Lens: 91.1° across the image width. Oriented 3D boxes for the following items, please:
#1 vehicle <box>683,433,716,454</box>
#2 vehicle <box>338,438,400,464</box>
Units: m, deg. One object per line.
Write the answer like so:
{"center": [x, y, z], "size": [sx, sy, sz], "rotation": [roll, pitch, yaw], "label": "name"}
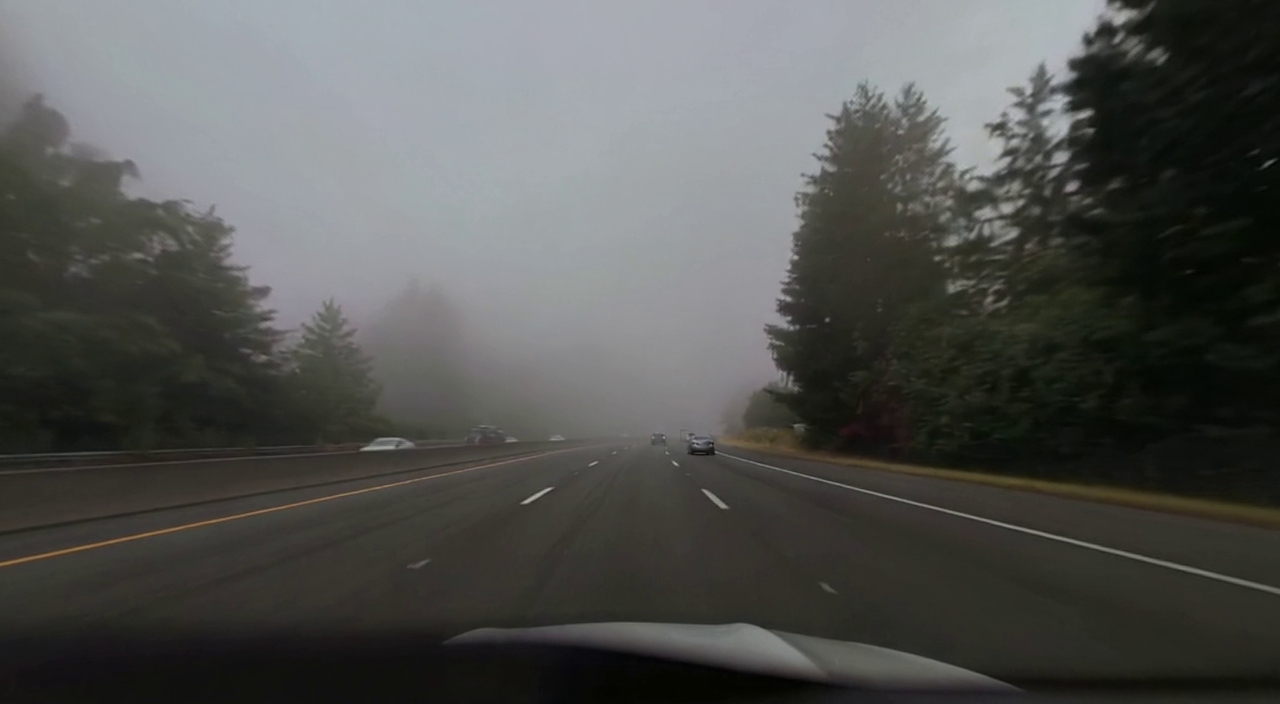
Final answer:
{"center": [4.267, 6.669, 45.858], "size": [1.982, 1.452, 4.294], "rotation": [0, -8, 0], "label": "vehicle"}
{"center": [-16.535, 6.015, 38.553], "size": [1.783, 1.467, 4.405], "rotation": [0, -8, 1], "label": "vehicle"}
